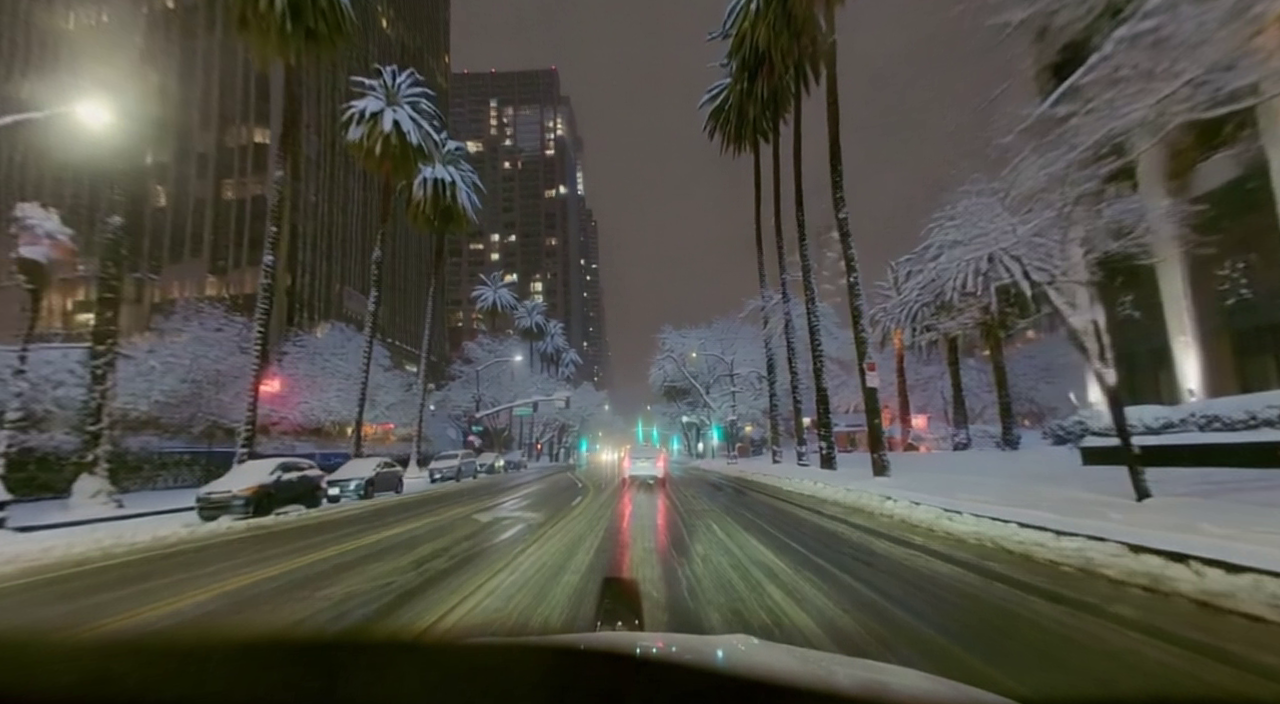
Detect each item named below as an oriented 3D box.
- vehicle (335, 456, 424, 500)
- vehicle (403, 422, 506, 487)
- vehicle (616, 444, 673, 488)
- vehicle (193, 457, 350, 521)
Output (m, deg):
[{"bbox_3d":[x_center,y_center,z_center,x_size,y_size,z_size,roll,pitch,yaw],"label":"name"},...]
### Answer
[{"bbox_3d":[-12.006,5.779,29.394,1.981,1.803,4.835,0,-9,1],"label":"vehicle"},{"bbox_3d":[-12.028,6.838,42.424,3.058,3.443,12.503,-5,-9,0],"label":"vehicle"},{"bbox_3d":[0.176,4.604,25.735,2.145,1.632,3.972,0,-9,1],"label":"vehicle"},{"bbox_3d":[-12.228,4.520,21.391,2.308,1.839,4.793,-1,-9,2],"label":"vehicle"}]
